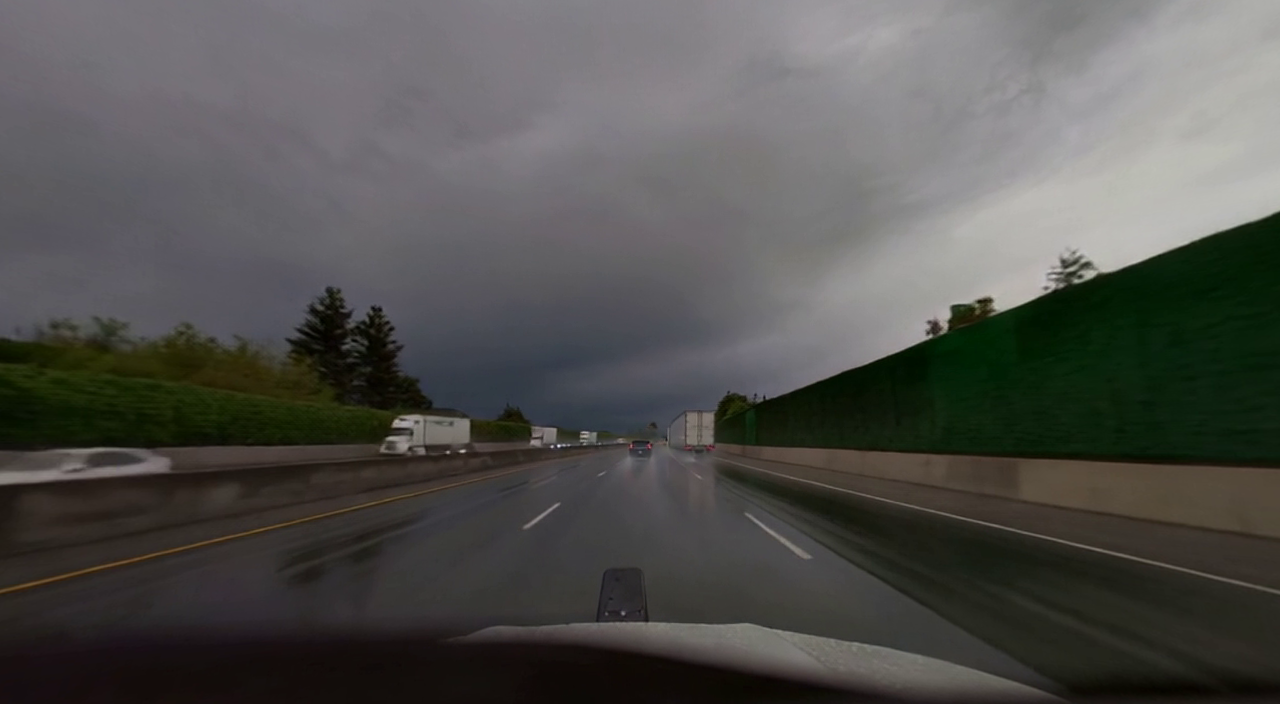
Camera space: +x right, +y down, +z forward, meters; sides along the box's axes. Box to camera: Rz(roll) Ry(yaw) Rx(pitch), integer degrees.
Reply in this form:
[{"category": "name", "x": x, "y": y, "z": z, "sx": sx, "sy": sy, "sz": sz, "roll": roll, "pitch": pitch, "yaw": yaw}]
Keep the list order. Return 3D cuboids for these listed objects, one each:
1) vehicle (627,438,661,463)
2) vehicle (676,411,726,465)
[{"category": "vehicle", "x": 0.296, "y": 7.417, "z": 47.692, "sx": 2.389, "sy": 1.760, "sz": 4.473, "roll": 0, "pitch": -8, "yaw": 0}, {"category": "vehicle", "x": 4.086, "y": 5.977, "z": 43.716, "sx": 2.742, "sy": 3.383, "sz": 8.285, "roll": 0, "pitch": -8, "yaw": 1}]
